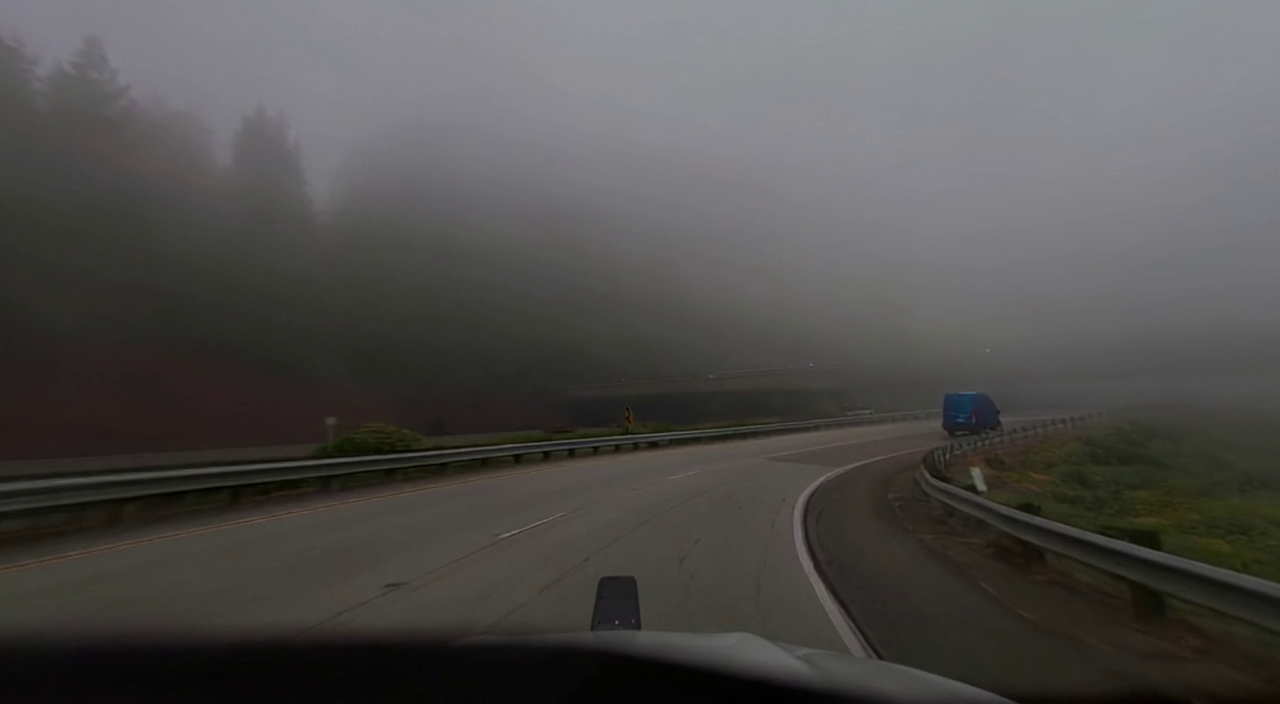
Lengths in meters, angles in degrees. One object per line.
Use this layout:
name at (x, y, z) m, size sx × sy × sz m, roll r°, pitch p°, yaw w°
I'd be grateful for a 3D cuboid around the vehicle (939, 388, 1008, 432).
vehicle at (21.601, 3.835, 40.700) m, size 5.330 × 2.577 × 2.352 m, roll 7°, pitch -11°, yaw -44°
